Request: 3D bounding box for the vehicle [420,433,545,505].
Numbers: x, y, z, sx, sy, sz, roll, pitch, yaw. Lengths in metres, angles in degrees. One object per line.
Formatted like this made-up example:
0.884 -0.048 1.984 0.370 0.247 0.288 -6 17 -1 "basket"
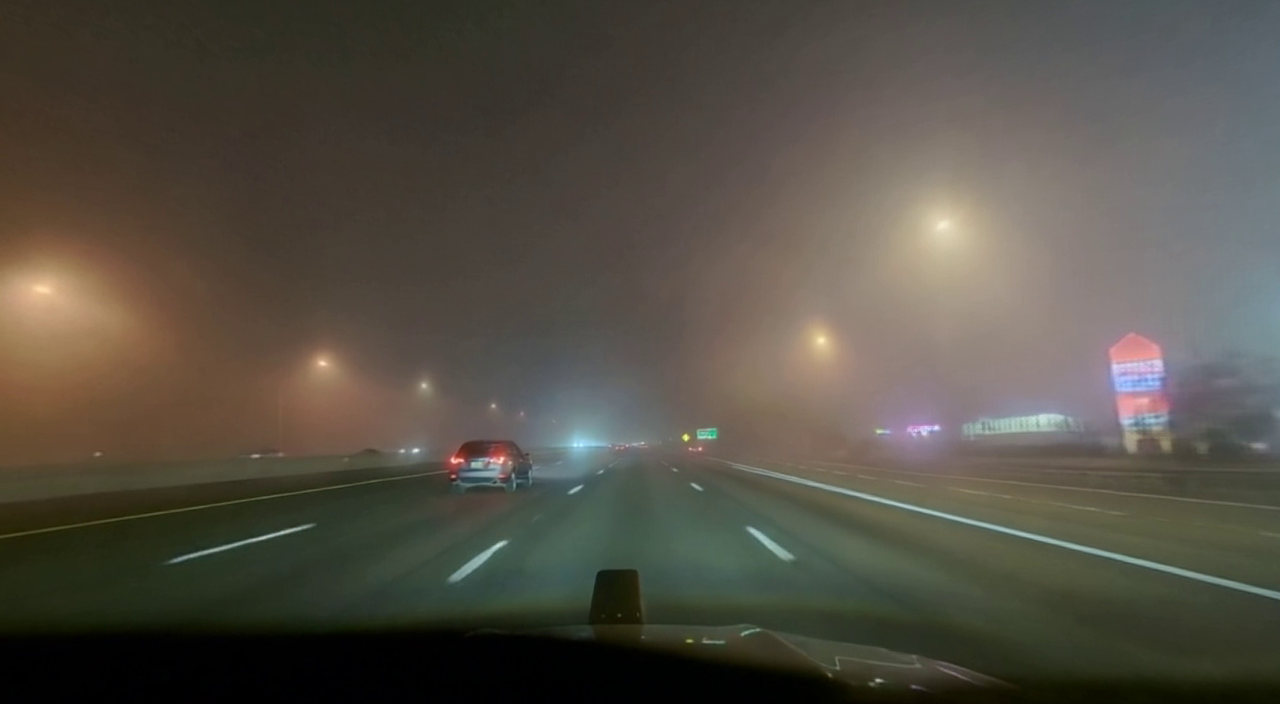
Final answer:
-3.670 2.786 15.561 1.939 1.508 4.272 0 -8 0 "vehicle"
